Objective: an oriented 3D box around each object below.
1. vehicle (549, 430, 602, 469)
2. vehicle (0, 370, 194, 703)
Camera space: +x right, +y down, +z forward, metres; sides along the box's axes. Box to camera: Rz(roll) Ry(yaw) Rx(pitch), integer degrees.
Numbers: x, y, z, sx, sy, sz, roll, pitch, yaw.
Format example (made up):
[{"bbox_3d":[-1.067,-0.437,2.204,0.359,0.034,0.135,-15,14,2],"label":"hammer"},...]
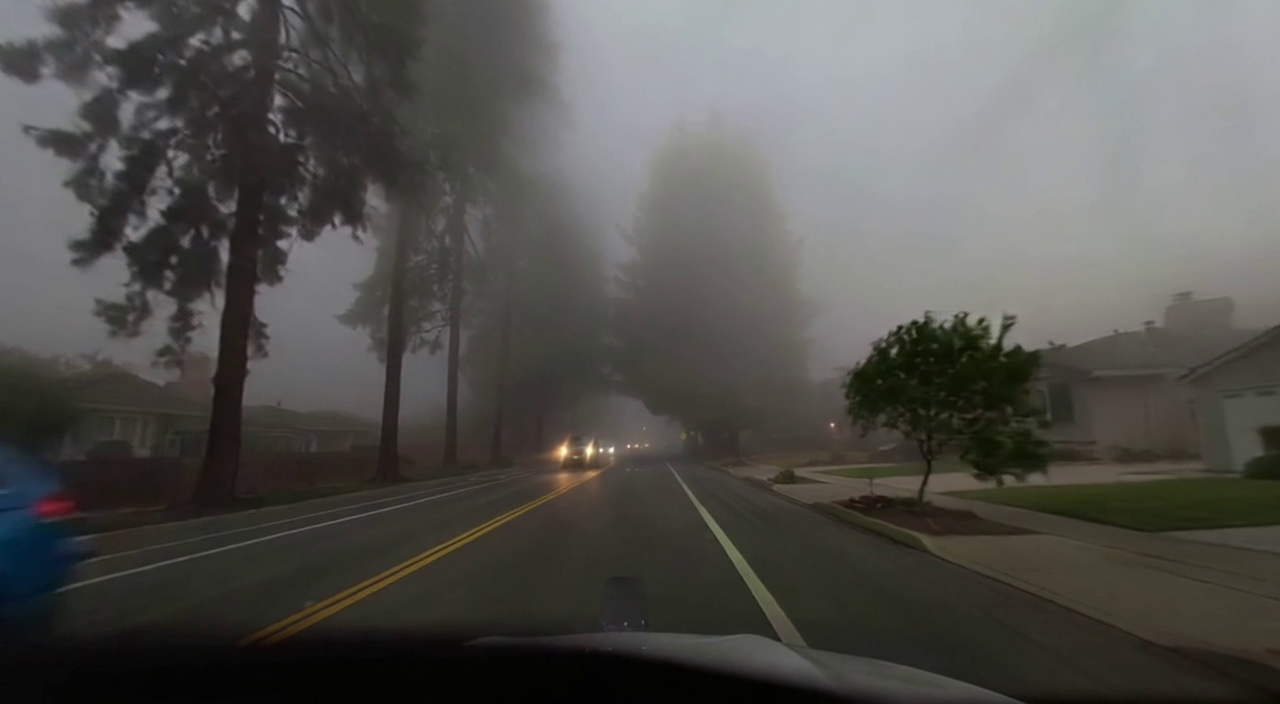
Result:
[{"bbox_3d":[-3.702,5.760,37.331,2.417,2.088,5.780,0,-8,1],"label":"vehicle"},{"bbox_3d":[-4.302,0.838,2.171,2.041,1.780,4.618,0,-8,1],"label":"vehicle"}]
